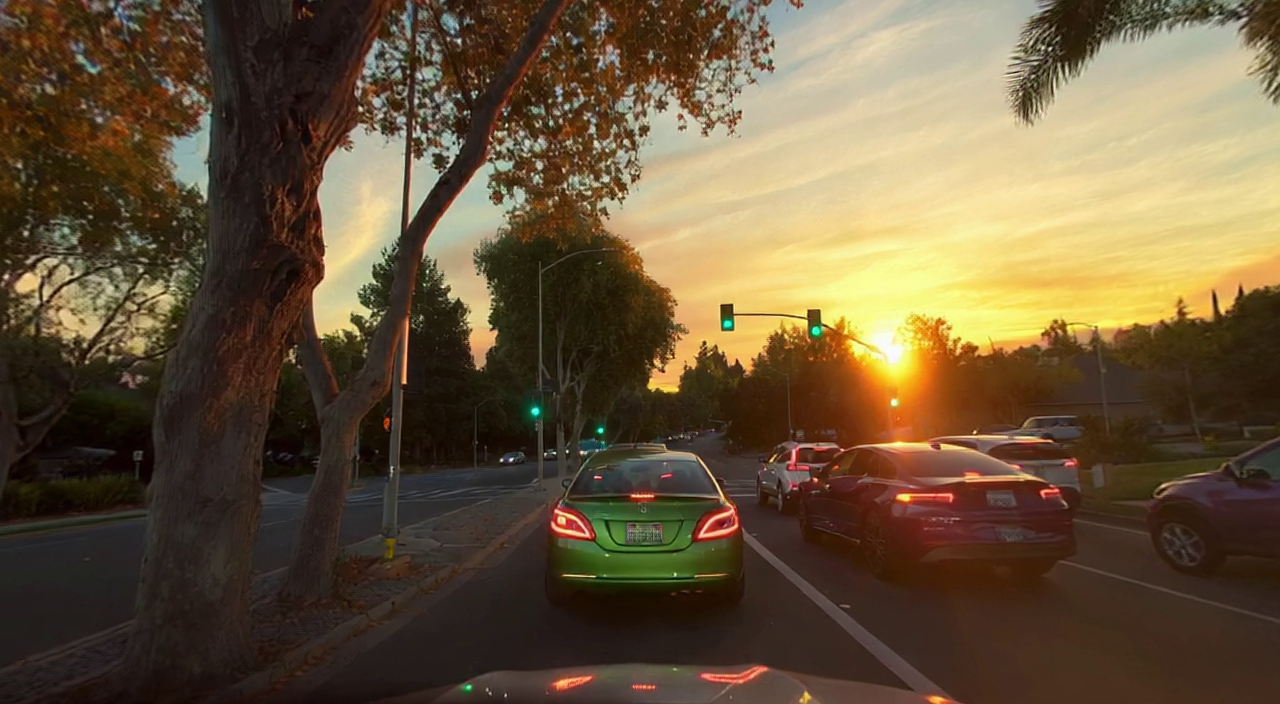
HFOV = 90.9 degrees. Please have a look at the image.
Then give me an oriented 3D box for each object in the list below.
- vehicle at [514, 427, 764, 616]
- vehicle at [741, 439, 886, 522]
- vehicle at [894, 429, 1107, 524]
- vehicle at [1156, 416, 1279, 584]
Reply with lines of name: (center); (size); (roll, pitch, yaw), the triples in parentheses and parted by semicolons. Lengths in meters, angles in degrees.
vehicle: (0.009, 1.684, 7.114); (2.015, 1.502, 3.898); (0, -9, 1)
vehicle: (3.536, 2.715, 13.820); (1.934, 1.494, 4.446); (0, -9, 0)
vehicle: (7.026, 2.461, 12.909); (1.923, 1.611, 4.094); (0, -9, 0)
vehicle: (6.940, 1.341, 5.589); (1.783, 1.572, 3.421); (0, -9, 1)
